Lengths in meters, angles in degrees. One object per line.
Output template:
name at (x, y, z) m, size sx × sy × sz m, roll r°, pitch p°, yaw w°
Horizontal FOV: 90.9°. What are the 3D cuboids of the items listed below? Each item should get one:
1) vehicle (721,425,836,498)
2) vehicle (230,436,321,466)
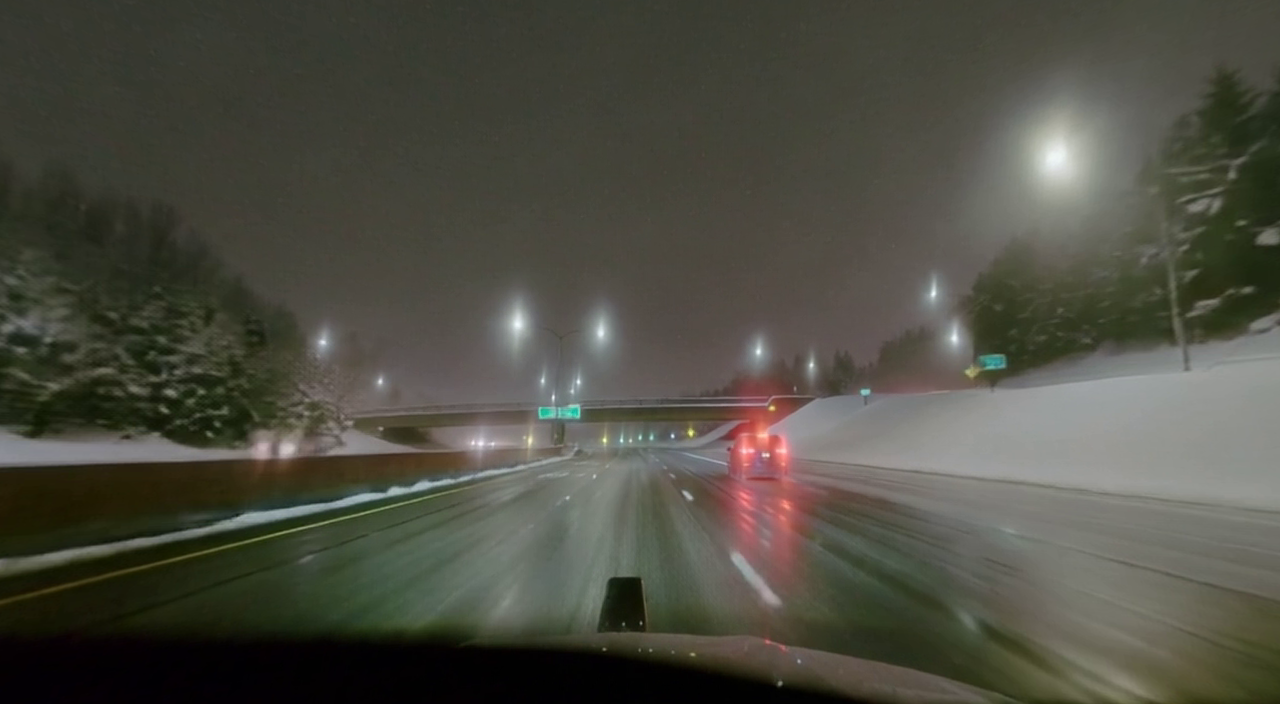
vehicle at (3.543, 2.912, 17.162) m, size 2.039 × 1.701 × 4.834 m, roll 0°, pitch -8°, yaw 0°
vehicle at (-18.857, 5.138, 32.922) m, size 2.120 × 1.433 × 4.540 m, roll -1°, pitch -8°, yaw -1°
